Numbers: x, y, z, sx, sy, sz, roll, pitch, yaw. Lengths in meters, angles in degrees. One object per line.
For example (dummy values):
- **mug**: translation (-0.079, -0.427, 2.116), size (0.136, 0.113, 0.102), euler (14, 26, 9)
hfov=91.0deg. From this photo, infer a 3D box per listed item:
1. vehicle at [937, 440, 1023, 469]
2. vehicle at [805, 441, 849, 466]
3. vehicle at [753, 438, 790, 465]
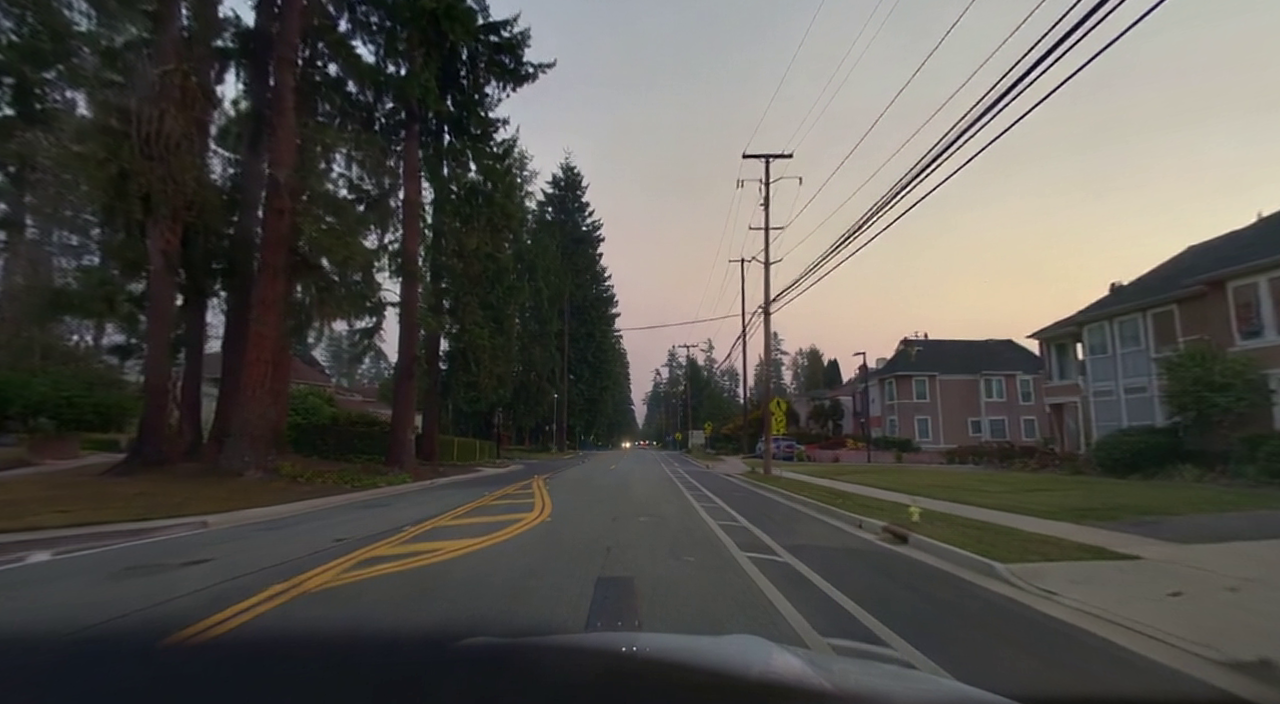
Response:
- **vehicle**: translation (21.033, 6.325, 39.067), size (3.943, 1.664, 2.391), euler (0, -8, -1)
- **vehicle**: translation (13.518, 7.372, 45.699), size (1.935, 1.683, 4.669), euler (0, -9, 2)
- **vehicle**: translation (10.242, 7.806, 49.294), size (1.912, 1.953, 4.651), euler (0, -9, 0)
